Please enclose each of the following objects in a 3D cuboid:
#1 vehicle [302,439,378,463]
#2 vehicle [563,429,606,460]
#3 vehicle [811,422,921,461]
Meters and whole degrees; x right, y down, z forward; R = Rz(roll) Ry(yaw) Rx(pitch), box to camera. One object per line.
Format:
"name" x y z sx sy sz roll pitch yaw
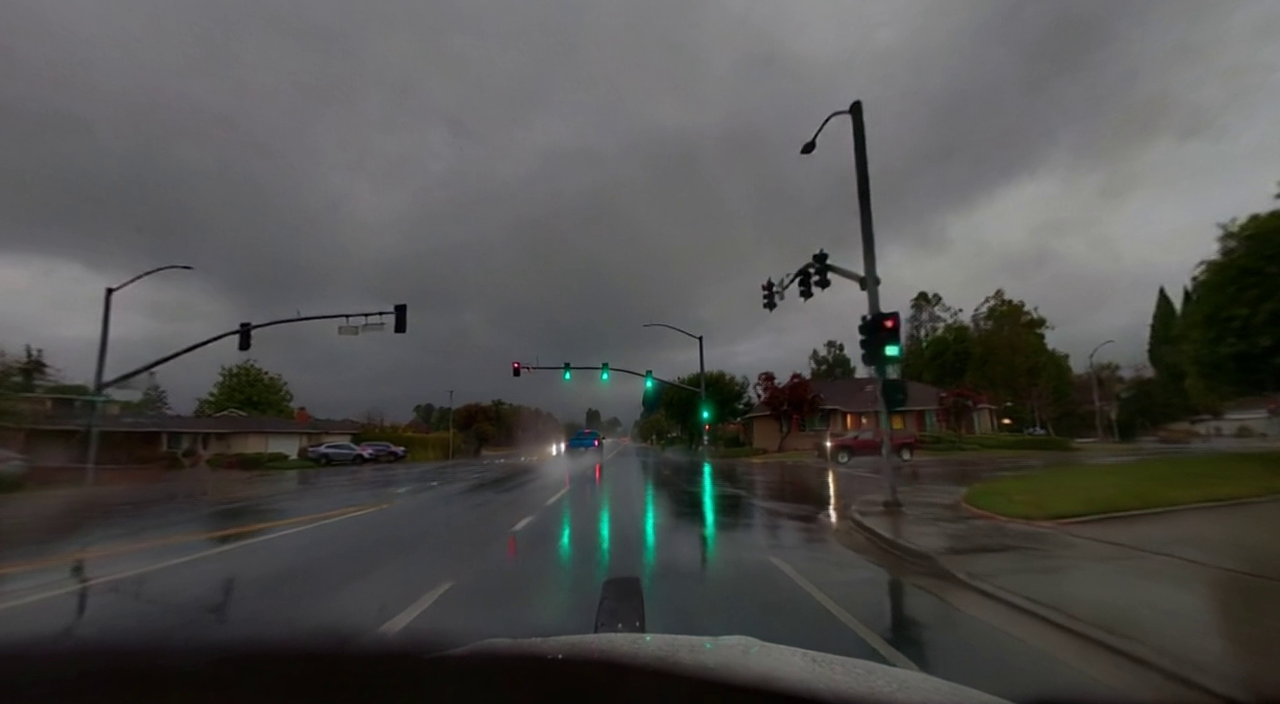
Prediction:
"vehicle" -22.881 7.541 48.341 4.772 1.745 2.058 -1 -9 5
"vehicle" -3.795 6.503 44.547 2.508 2.001 5.880 0 -9 0
"vehicle" 10.770 4.314 30.400 4.500 1.761 1.975 0 -9 0
